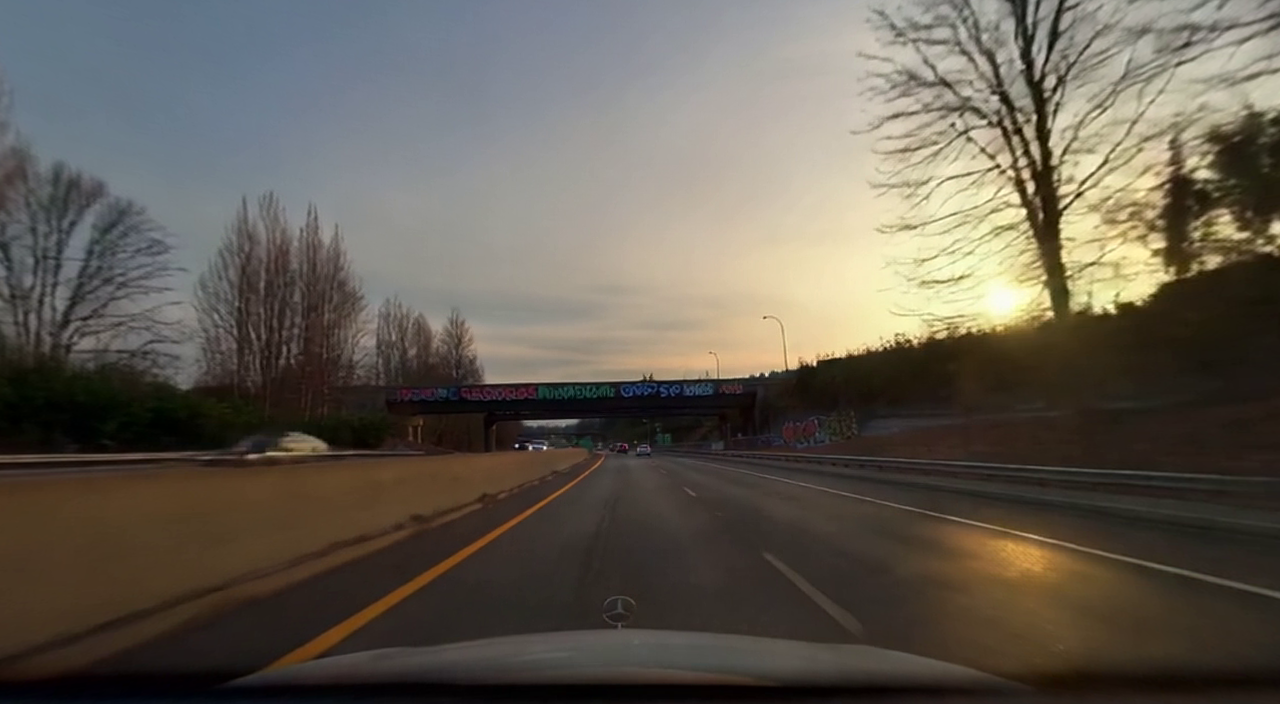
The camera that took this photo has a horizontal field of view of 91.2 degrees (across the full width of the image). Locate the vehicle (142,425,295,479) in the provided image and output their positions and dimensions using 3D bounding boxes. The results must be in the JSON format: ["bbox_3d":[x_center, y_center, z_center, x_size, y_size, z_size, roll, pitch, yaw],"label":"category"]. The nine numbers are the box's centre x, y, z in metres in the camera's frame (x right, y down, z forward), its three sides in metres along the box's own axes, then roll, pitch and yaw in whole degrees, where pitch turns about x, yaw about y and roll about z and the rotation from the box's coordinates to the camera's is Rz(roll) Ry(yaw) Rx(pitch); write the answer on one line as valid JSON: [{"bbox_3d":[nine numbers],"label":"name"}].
[{"bbox_3d":[-12.680,3.063,19.247,1.890,1.476,4.050,0,-9,-1],"label":"vehicle"}]
